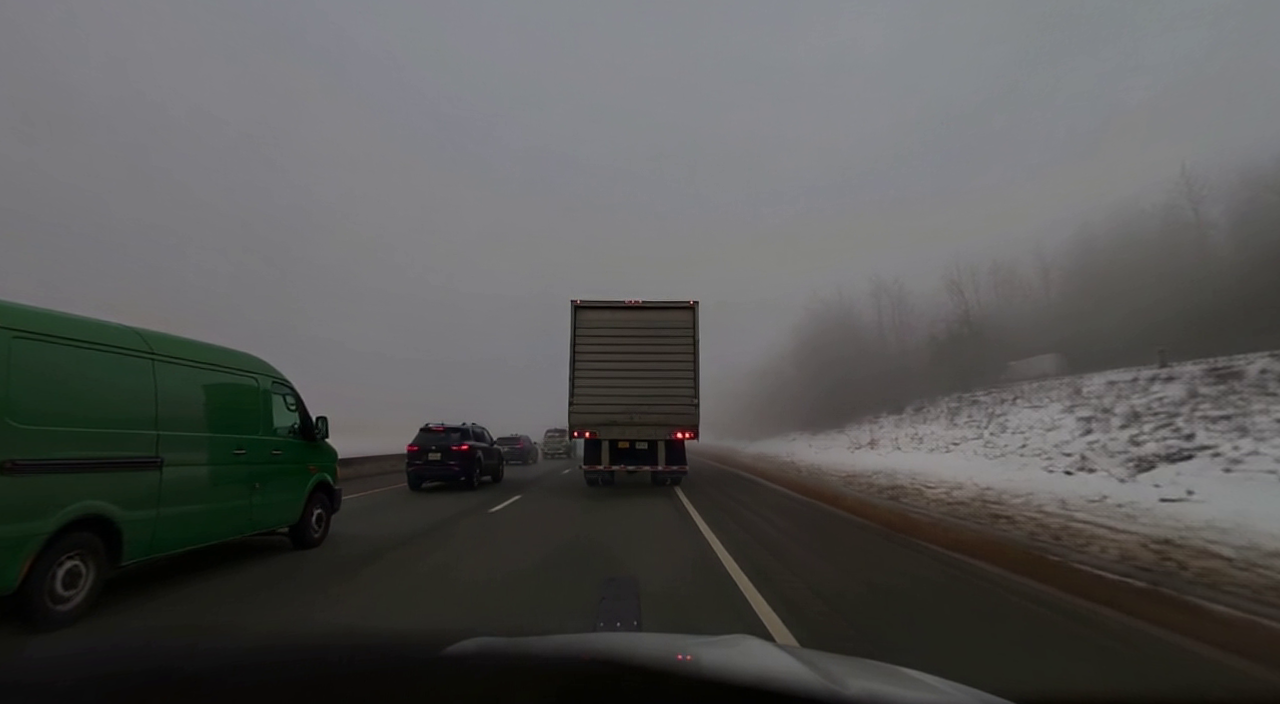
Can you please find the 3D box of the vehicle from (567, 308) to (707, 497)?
[{"bbox_3d":[-0.054,1.716,18.456,2.953,4.041,10.072,0,-8,0],"label":"vehicle"}]

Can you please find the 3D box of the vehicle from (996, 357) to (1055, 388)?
[{"bbox_3d":[28.784,1.591,47.103,2.034,1.625,4.809,8,-6,10],"label":"vehicle"}]

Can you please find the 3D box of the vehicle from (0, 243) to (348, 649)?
[{"bbox_3d":[-5.240,0.836,5.756,2.478,2.515,5.438,0,-8,0],"label":"vehicle"}]

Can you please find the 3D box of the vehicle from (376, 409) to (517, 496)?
[{"bbox_3d":[-4.907,2.624,16.865,2.168,1.985,4.952,0,-8,1],"label":"vehicle"}]

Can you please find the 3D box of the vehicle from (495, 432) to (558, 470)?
[{"bbox_3d":[-4.868,4.295,27.554,1.931,1.539,4.441,0,-8,0],"label":"vehicle"}]
